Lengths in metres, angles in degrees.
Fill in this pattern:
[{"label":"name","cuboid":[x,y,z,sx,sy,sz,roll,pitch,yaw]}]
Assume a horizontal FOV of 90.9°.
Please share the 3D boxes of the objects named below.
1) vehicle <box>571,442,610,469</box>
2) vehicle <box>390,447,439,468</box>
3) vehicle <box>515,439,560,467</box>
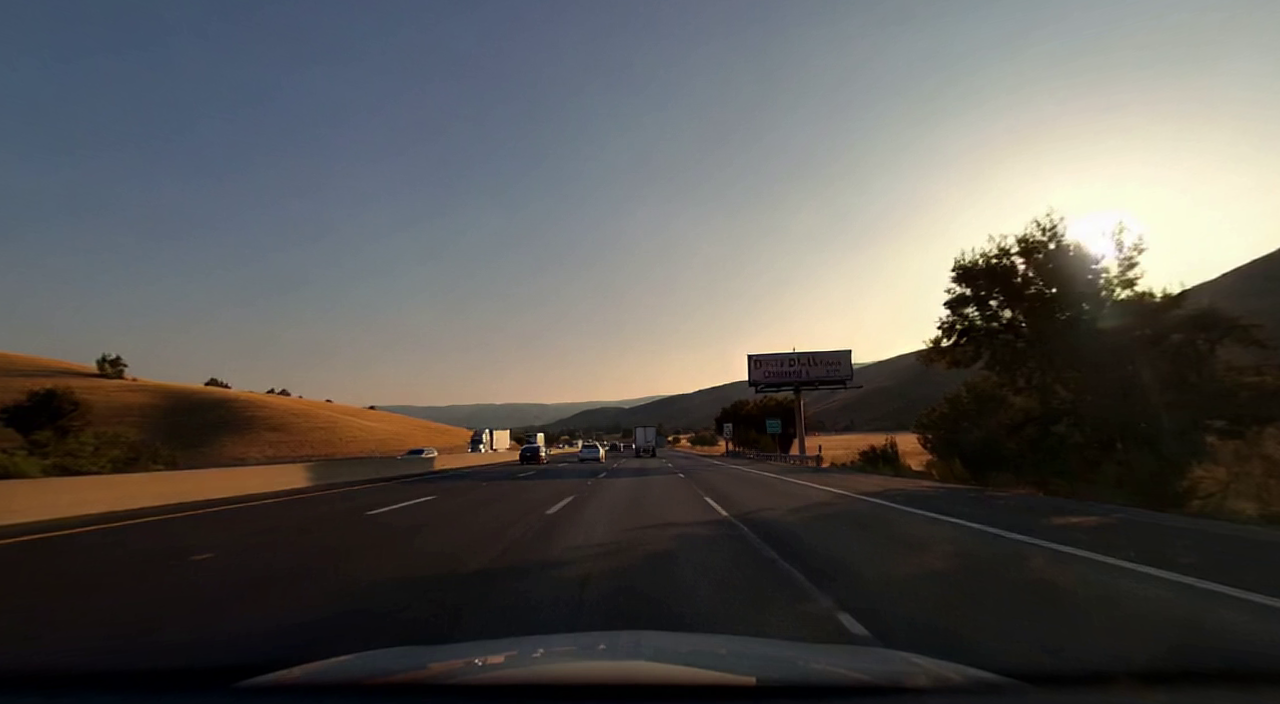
[{"label":"vehicle","cuboid":[-2.965,6.351,38.998,2.042,1.532,4.396,0,-8,0]},{"label":"vehicle","cuboid":[-17.075,7.985,47.999,1.949,1.507,4.826,0,-8,1]},{"label":"vehicle","cuboid":[-6.645,6.593,41.429,2.062,1.708,4.458,0,-8,1]}]
